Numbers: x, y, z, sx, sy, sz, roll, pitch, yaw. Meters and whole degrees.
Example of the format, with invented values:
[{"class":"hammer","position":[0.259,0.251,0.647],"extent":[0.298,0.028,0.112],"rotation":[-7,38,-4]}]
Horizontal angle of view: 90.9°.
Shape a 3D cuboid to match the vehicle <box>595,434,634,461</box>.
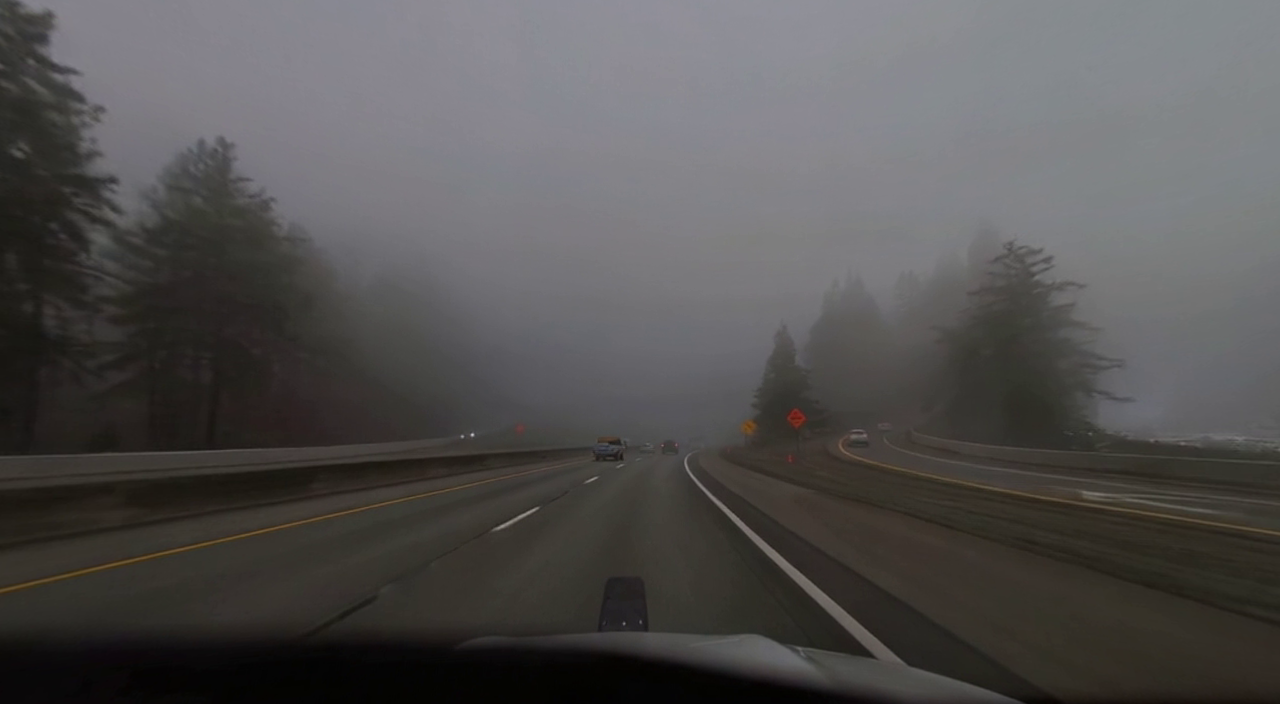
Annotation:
[{"class":"vehicle","position":[-1.729,6.653,43.868],"extent":[2.129,1.742,4.217],"rotation":[-1,-8,5]}]
